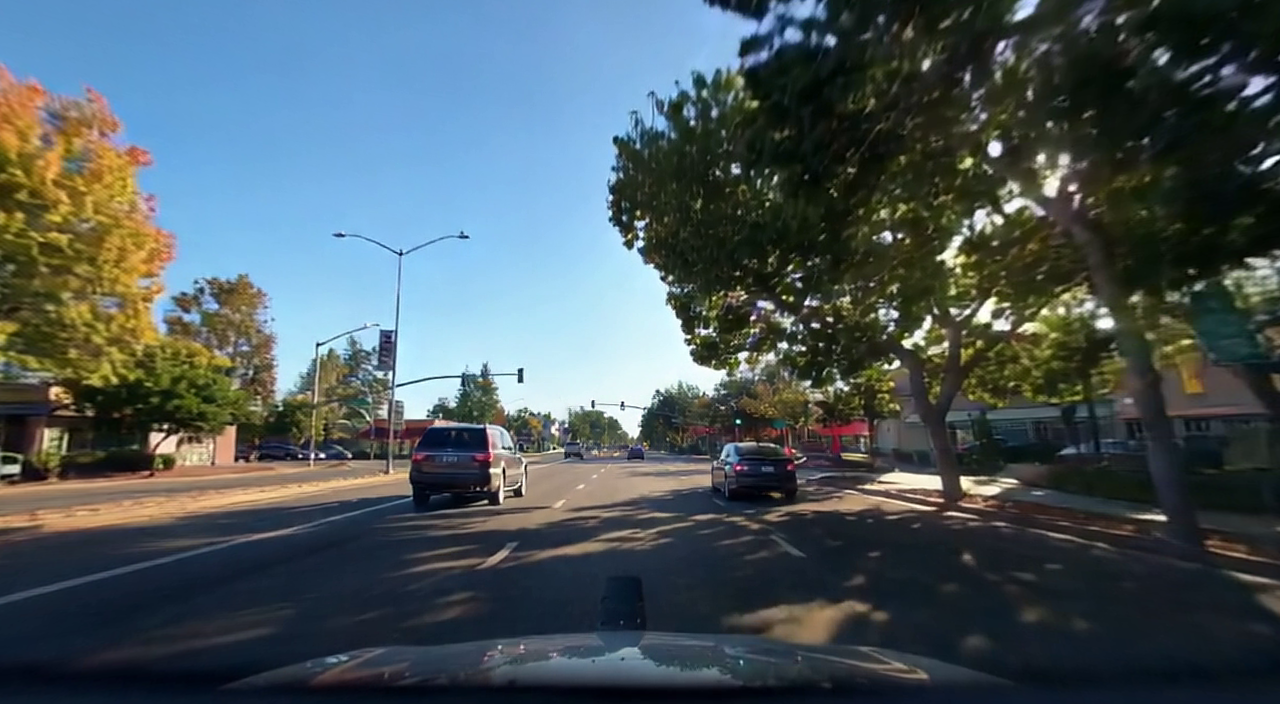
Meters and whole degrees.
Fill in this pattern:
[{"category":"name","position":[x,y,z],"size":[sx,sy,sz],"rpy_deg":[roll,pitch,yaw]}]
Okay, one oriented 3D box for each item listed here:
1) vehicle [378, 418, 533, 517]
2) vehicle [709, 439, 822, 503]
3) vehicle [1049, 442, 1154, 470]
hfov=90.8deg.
[{"category":"vehicle","position":[-3.781,2.466,13.943],"size":[1.997,1.806,4.500],"rpy_deg":[0,-9,1]},{"category":"vehicle","position":[3.206,3.158,17.275],"size":[1.975,1.502,4.787],"rpy_deg":[0,-9,-2]},{"category":"vehicle","position":[29.057,6.575,39.908],"size":[4.810,1.627,1.991],"rpy_deg":[-2,-9,6]}]
